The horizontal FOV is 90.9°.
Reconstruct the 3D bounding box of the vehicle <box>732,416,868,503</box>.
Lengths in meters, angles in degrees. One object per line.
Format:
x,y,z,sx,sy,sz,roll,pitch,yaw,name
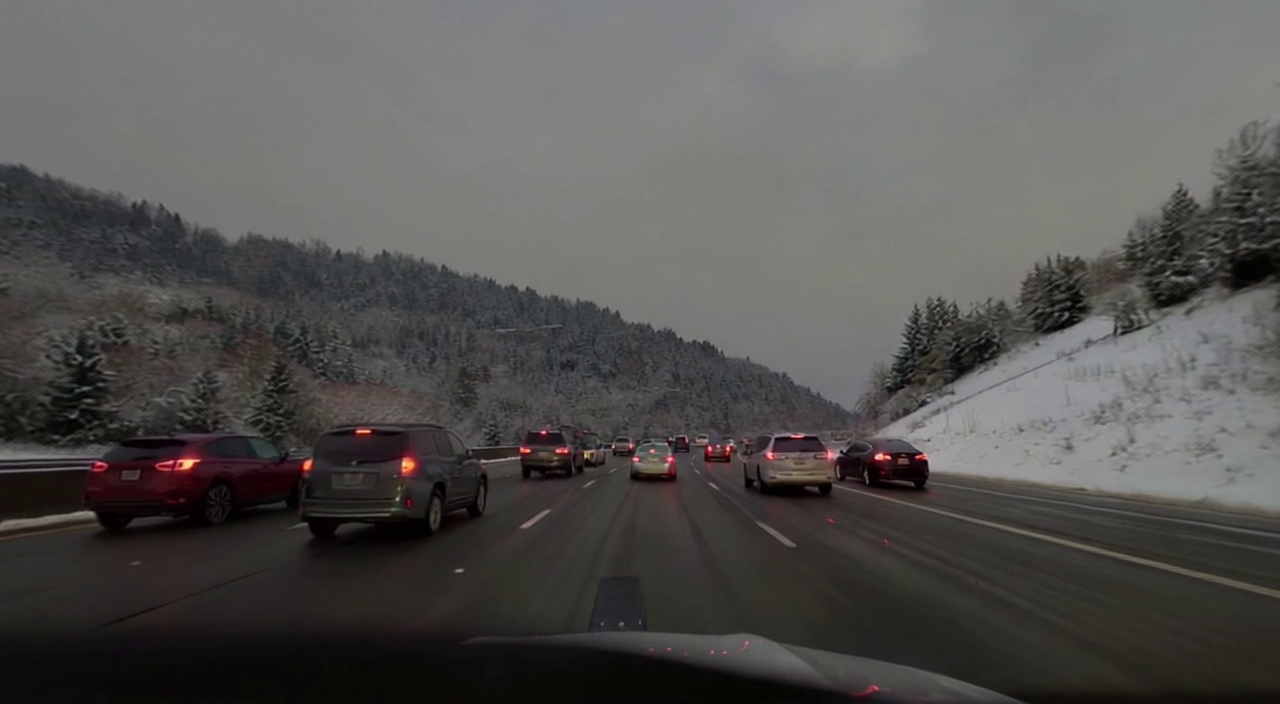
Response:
3.595,2.522,15.167,2.046,1.765,4.534,0,-8,0,vehicle

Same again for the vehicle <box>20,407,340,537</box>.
-7.667,2.040,11.357,2.017,1.810,4.782,0,-8,2,vehicle

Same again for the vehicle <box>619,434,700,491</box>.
0.562,3.205,18.654,2.105,1.471,4.349,0,-8,2,vehicle

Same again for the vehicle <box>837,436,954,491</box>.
7.502,3.284,19.006,1.846,1.469,4.166,0,-8,1,vehicle

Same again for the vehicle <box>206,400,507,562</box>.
-3.524,1.706,9.054,2.179,1.723,4.410,0,-8,1,vehicle

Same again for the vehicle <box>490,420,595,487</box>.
-2.994,3.304,20.789,2.301,1.902,5.374,-1,-8,3,vehicle
